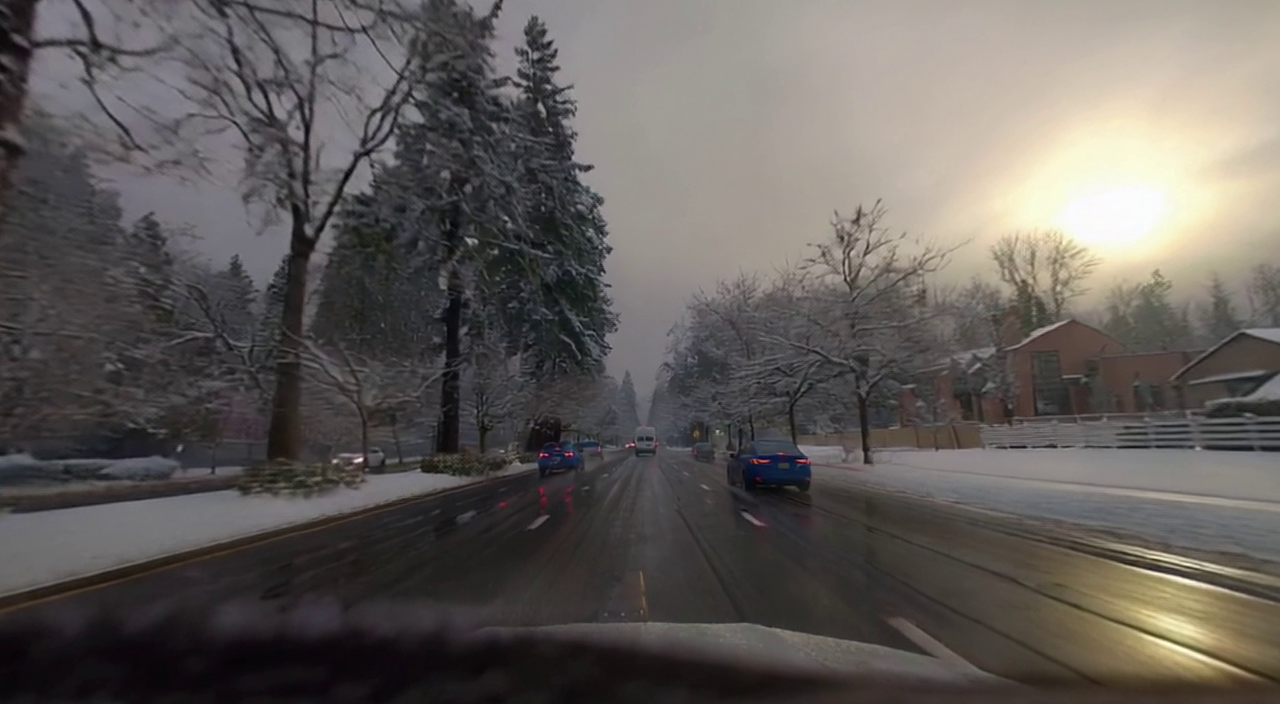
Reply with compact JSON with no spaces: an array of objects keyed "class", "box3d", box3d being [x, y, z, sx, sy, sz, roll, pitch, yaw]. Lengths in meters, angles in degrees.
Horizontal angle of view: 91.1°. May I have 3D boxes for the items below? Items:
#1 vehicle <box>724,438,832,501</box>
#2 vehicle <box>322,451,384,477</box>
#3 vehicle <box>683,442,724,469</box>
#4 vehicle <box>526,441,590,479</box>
[{"class":"vehicle","box3d":[3.551,3.103,17.051,1.945,1.469,4.258,0,-8,0]},{"class":"vehicle","box3d":[-18.070,7.058,39.768,1.815,1.459,4.547,0,-8,0]},{"class":"vehicle","box3d":[3.749,6.199,37.749,1.905,1.520,4.340,0,-8,-1]},{"class":"vehicle","box3d":[-3.393,4.560,26.859,2.036,1.474,4.647,0,-8,1]}]
